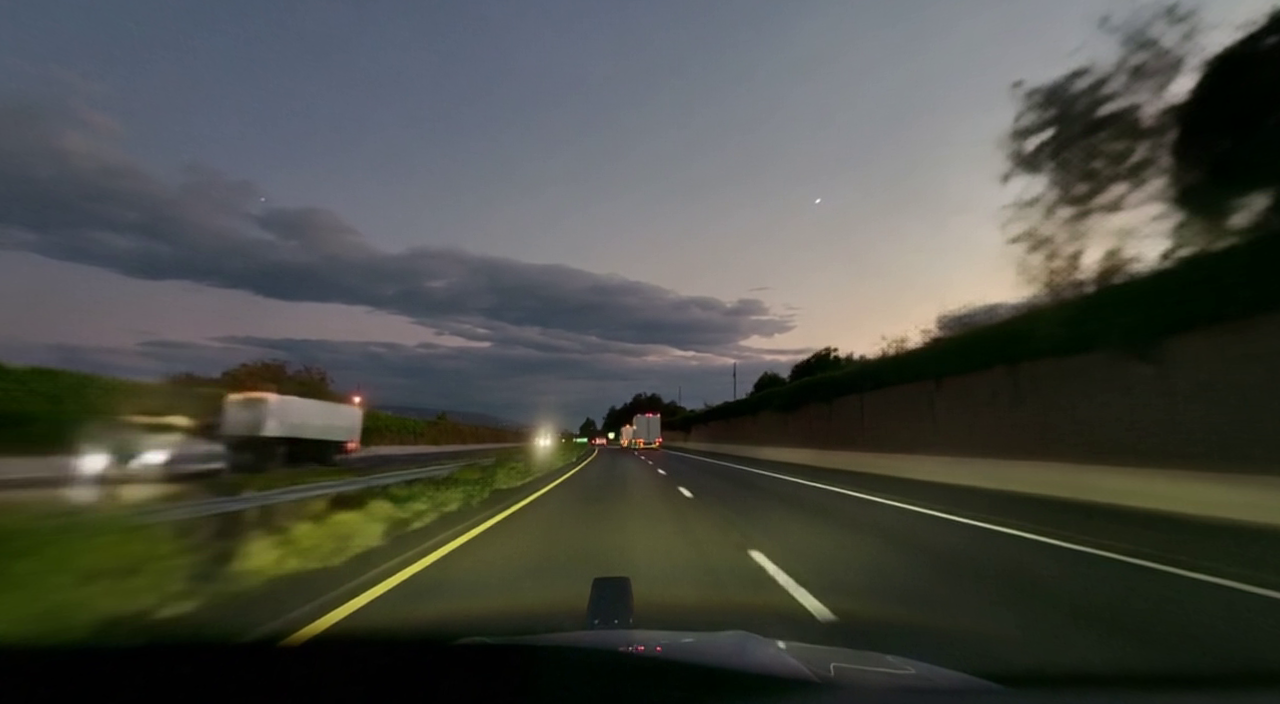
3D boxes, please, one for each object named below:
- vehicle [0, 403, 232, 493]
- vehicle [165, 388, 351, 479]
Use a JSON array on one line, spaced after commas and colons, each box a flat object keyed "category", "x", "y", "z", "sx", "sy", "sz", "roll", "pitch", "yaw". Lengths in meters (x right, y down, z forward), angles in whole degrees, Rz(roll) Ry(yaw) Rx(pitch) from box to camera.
[{"category": "vehicle", "x": -13.222, "y": 2.448, "z": 16.249, "sx": 2.281, "sy": 1.942, "sz": 4.778, "roll": 0, "pitch": -8, "yaw": -2}, {"category": "vehicle", "x": -13.491, "y": 3.020, "z": 23.057, "sx": 2.675, "sy": 2.788, "sz": 6.642, "roll": -1, "pitch": -8, "yaw": -1}]
